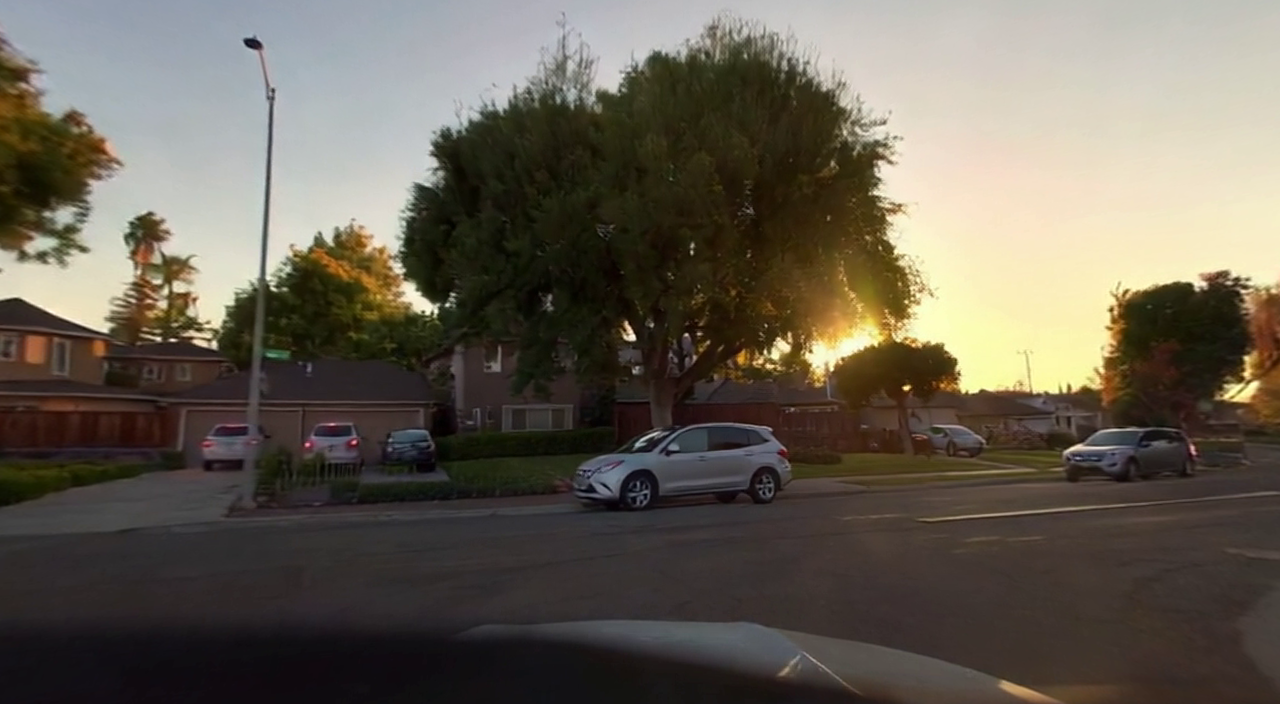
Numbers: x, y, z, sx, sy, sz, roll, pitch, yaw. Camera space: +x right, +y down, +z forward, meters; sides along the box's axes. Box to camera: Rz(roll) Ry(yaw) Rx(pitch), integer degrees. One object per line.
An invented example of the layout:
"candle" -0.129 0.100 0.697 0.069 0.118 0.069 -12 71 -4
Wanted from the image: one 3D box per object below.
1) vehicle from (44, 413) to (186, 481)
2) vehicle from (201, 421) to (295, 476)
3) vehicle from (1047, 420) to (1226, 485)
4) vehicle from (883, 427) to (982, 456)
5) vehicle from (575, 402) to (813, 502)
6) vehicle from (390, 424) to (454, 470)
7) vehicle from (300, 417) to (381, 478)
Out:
"vehicle" -18.154 3.276 21.754 5.475 2.043 2.307 -6 -11 36
"vehicle" -15.073 3.756 24.627 2.391 1.894 5.075 4 -9 -24
"vehicle" 16.040 3.210 20.406 5.179 1.847 2.219 3 -10 -25
"vehicle" 16.441 5.092 35.731 1.967 1.523 4.619 7 -11 -38
"vehicle" 1.191 2.297 14.375 4.919 1.969 2.104 4 -10 -19
"vehicle" -8.965 3.889 25.818 2.005 1.699 4.234 4 -9 -24
"vehicle" -11.042 3.546 23.694 2.278 1.969 5.533 3 -8 -21
